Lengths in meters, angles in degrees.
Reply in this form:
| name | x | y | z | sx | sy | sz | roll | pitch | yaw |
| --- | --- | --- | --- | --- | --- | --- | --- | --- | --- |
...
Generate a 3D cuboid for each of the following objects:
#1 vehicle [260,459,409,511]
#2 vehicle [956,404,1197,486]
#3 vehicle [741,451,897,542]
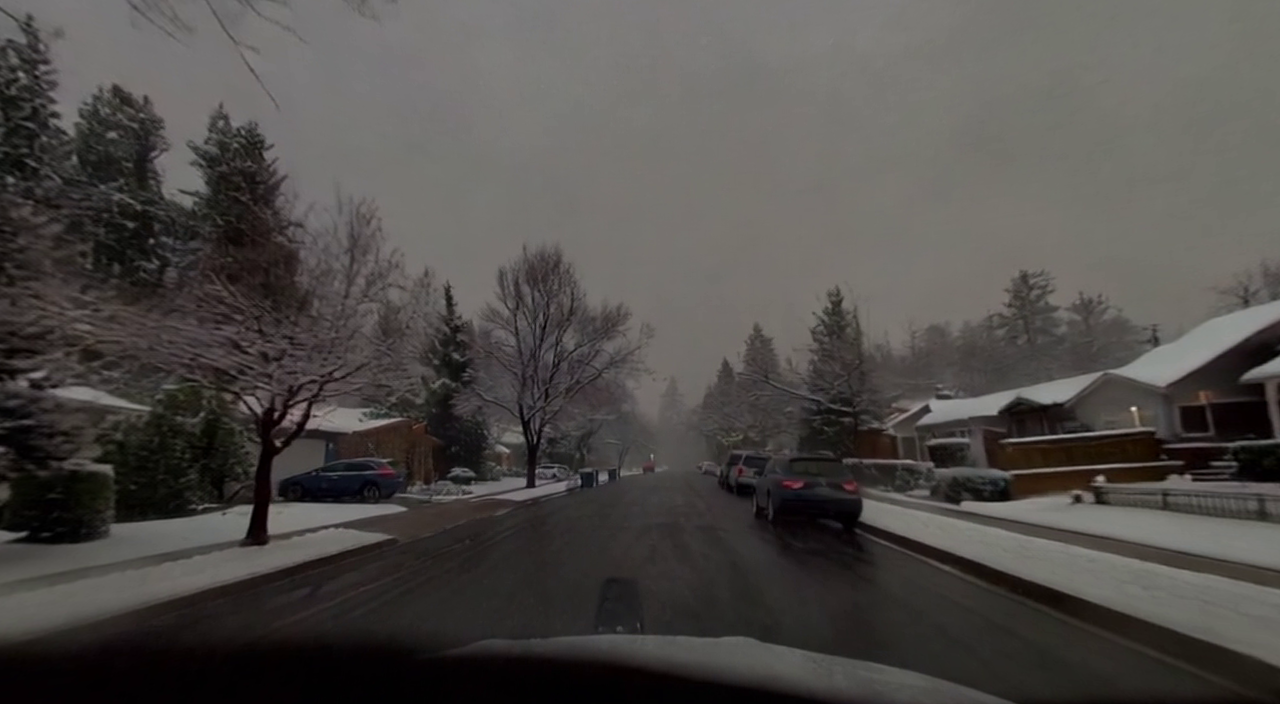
| name | x | y | z | sx | sy | sz | roll | pitch | yaw |
| --- | --- | --- | --- | --- | --- | --- | --- | --- | --- |
| vehicle | -11.283 | 4.904 | 23.551 | 4.511 | 1.809 | 2.018 | -1 | -10 | 5 |
| vehicle | 11.707 | 2.607 | 17.350 | 4.861 | 1.911 | 2.181 | 1 | -13 | 6 |
| vehicle | 3.395 | 2.830 | 13.058 | 2.009 | 1.506 | 4.698 | 0 | -9 | 2 |
